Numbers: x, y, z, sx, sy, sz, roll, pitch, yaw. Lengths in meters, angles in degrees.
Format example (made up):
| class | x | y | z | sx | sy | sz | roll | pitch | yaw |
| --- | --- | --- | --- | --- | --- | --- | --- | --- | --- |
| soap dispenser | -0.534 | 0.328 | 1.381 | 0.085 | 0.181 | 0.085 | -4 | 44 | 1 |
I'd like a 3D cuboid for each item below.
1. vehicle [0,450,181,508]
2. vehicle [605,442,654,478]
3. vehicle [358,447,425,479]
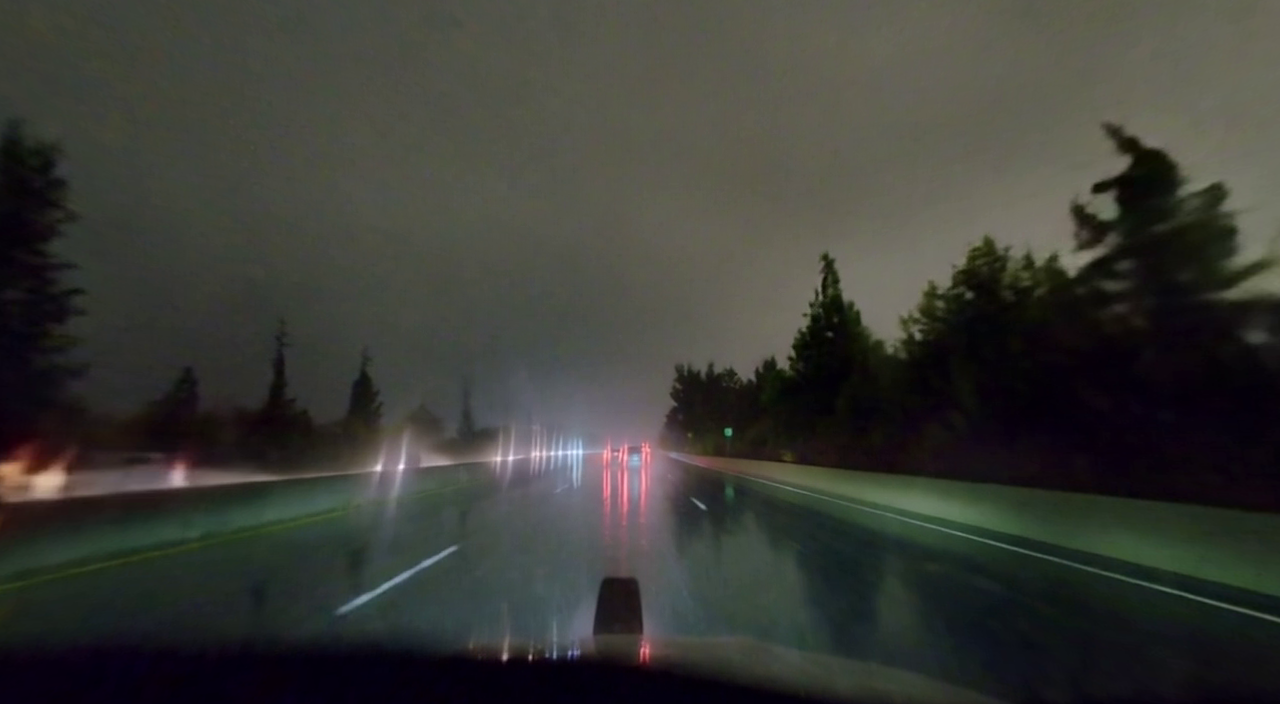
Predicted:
| class | x | y | z | sx | sy | sz | roll | pitch | yaw |
| --- | --- | --- | --- | --- | --- | --- | --- | --- | --- |
| vehicle | -17.301 | 3.957 | 20.012 | 1.985 | 1.603 | 4.337 | 0 | -9 | -1 |
| vehicle | -0.483 | 4.985 | 29.231 | 2.095 | 1.537 | 4.017 | 0 | -9 | -1 |
| vehicle | -12.753 | 5.704 | 32.456 | 1.824 | 1.518 | 3.973 | 0 | -9 | 0 |
